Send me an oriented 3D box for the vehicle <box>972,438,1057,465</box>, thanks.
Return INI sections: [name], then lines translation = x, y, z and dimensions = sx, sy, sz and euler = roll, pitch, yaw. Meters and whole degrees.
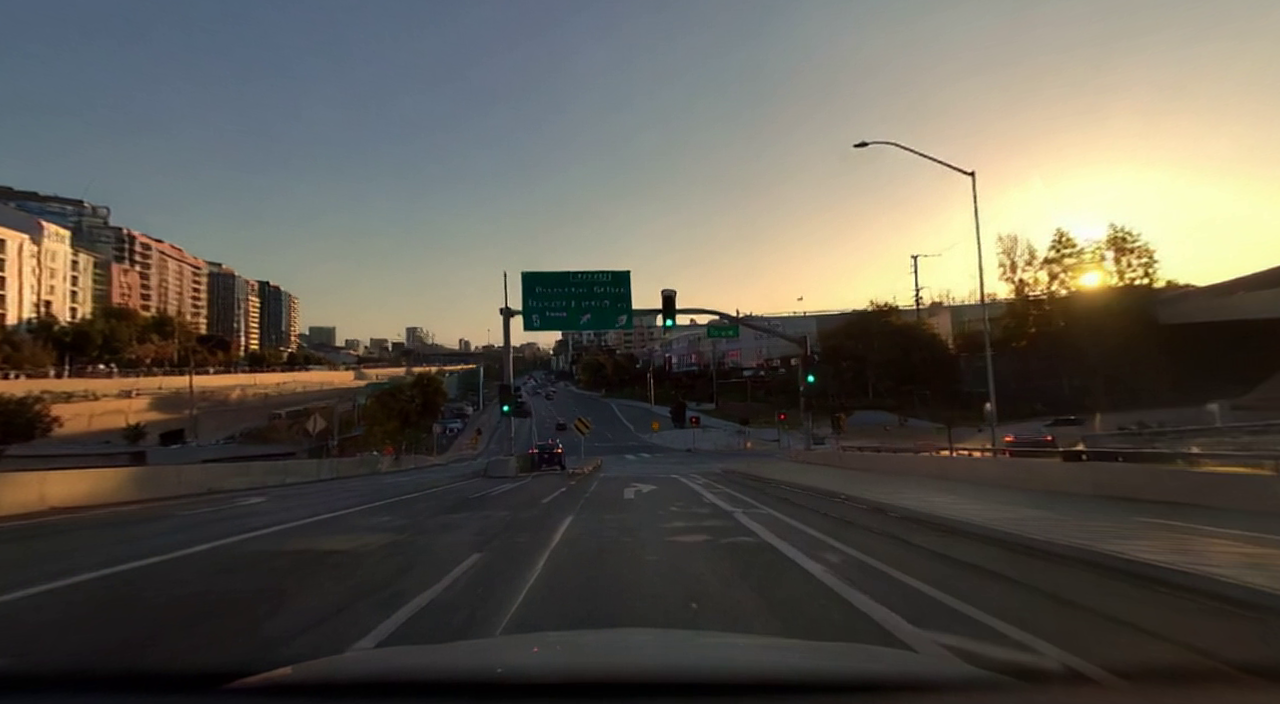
[vehicle]
translation = 21.957, 5.849, 36.969
dimensions = 1.717, 1.486, 3.824
euler = 4, -10, -32
